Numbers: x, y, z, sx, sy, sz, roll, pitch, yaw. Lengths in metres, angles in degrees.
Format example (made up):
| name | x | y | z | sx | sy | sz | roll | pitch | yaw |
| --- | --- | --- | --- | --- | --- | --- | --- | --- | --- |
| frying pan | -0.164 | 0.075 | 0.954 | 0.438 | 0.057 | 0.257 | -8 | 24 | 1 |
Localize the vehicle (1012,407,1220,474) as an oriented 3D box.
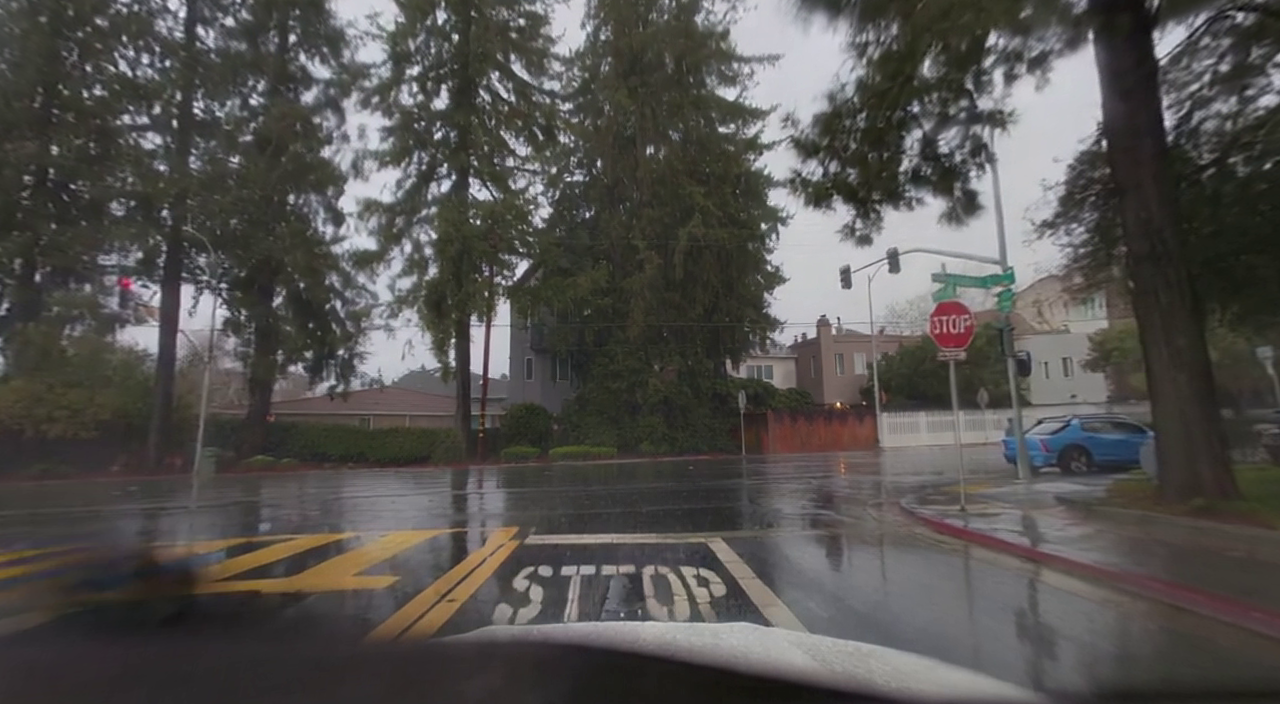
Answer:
| name | x | y | z | sx | sy | sz | roll | pitch | yaw |
| --- | --- | --- | --- | --- | --- | --- | --- | --- | --- |
| vehicle | 12.862 | 2.412 | 17.253 | 4.208 | 1.685 | 2.014 | 1 | -8 | -8 |
